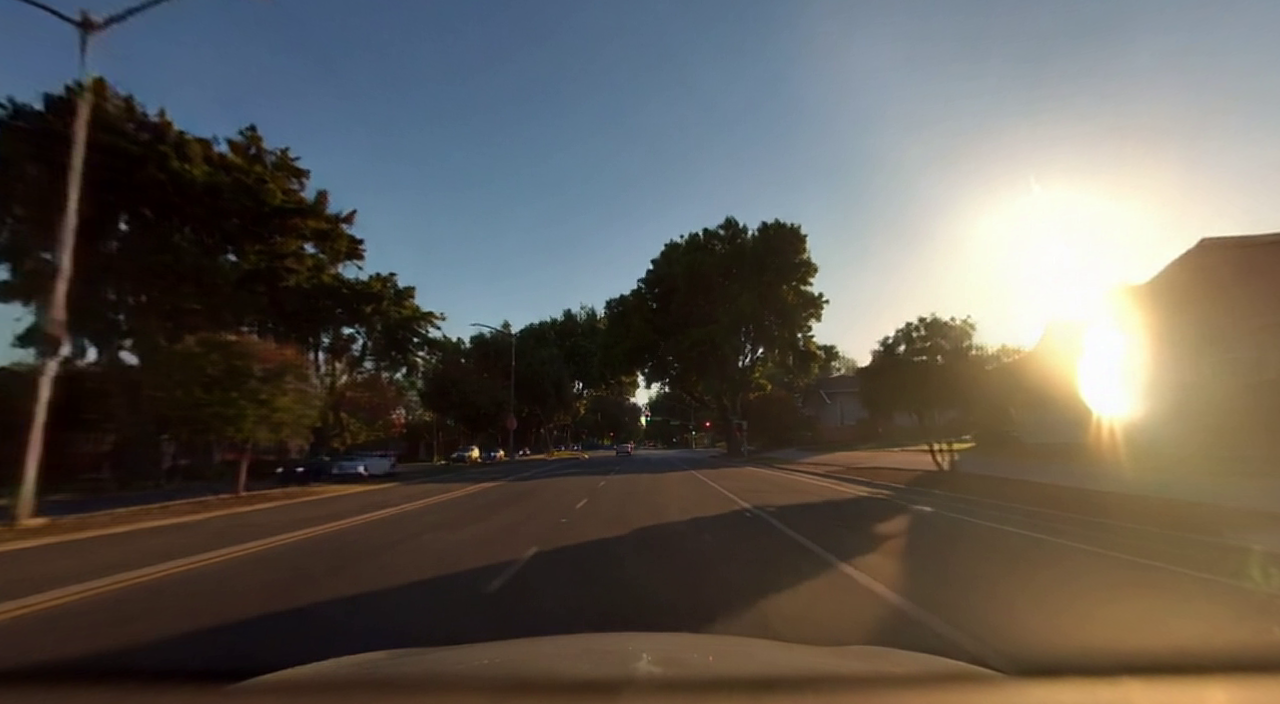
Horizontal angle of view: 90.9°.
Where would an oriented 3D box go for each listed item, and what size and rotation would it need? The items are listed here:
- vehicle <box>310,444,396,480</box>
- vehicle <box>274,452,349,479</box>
[{"bbox_3d":[-13.146,5.039,29.162,1.994,1.518,4.072,0,-9,1],"label":"vehicle"},{"bbox_3d":[-20.640,7.134,39.838,2.062,1.504,4.877,0,-9,0],"label":"vehicle"}]
